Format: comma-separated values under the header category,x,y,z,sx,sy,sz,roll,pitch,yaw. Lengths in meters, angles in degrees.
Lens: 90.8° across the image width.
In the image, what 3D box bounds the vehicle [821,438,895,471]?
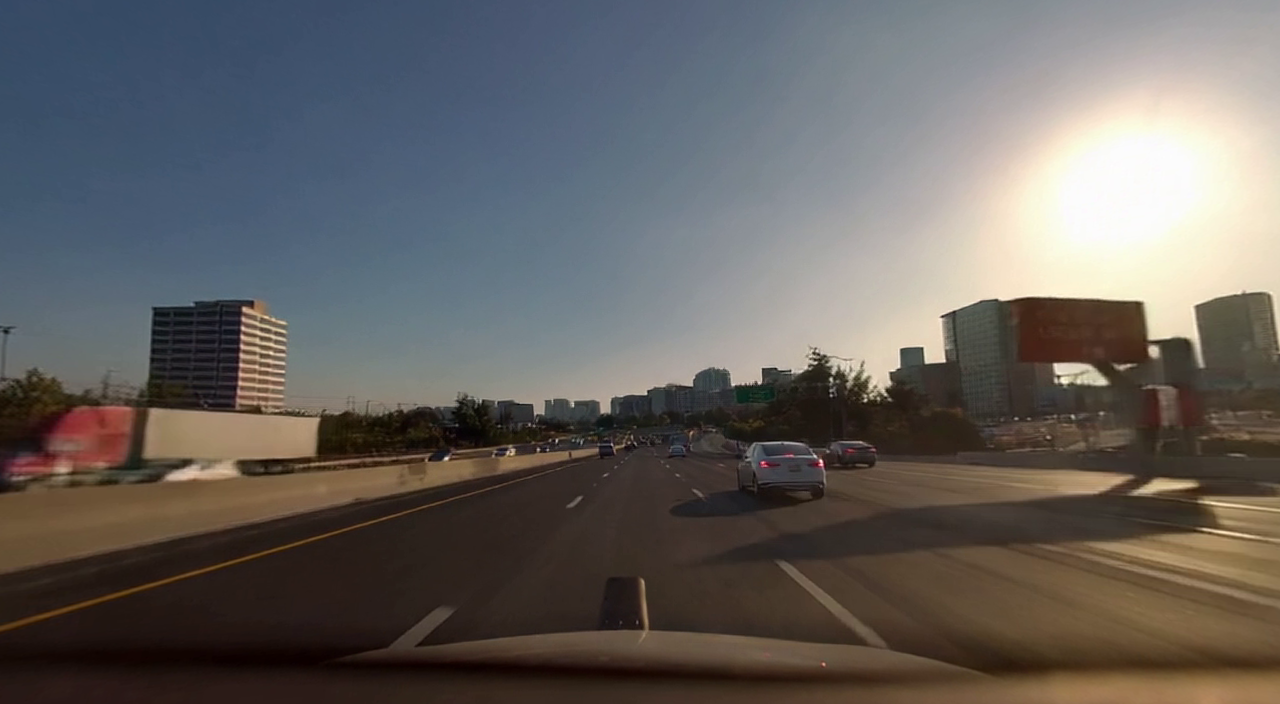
category,x,y,z,sx,sy,sz,roll,pitch,yaw
vehicle,10.650,5.039,31.196,2.019,1.529,4.385,0,-8,-1

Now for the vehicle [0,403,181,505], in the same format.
category,x,y,z,sx,sy,sz,roll,pitch,yaw
vehicle,-25.642,4.607,28.896,3.040,3.957,8.113,0,-8,0

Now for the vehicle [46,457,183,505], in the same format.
category,x,y,z,sx,sy,sz,roll,pitch,yaw
vehicle,-21.657,5.288,26.303,1.954,1.694,4.325,0,-8,0

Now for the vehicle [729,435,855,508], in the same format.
category,x,y,z,sx,sy,sz,roll,pitch,yaw
vehicle,3.492,2.812,15.340,1.961,1.504,4.094,0,-8,-1

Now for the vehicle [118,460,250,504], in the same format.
category,x,y,z,sx,sy,sz,roll,pitch,yaw
vehicle,-17.770,5.050,24.926,1.856,1.479,4.463,0,-8,0
